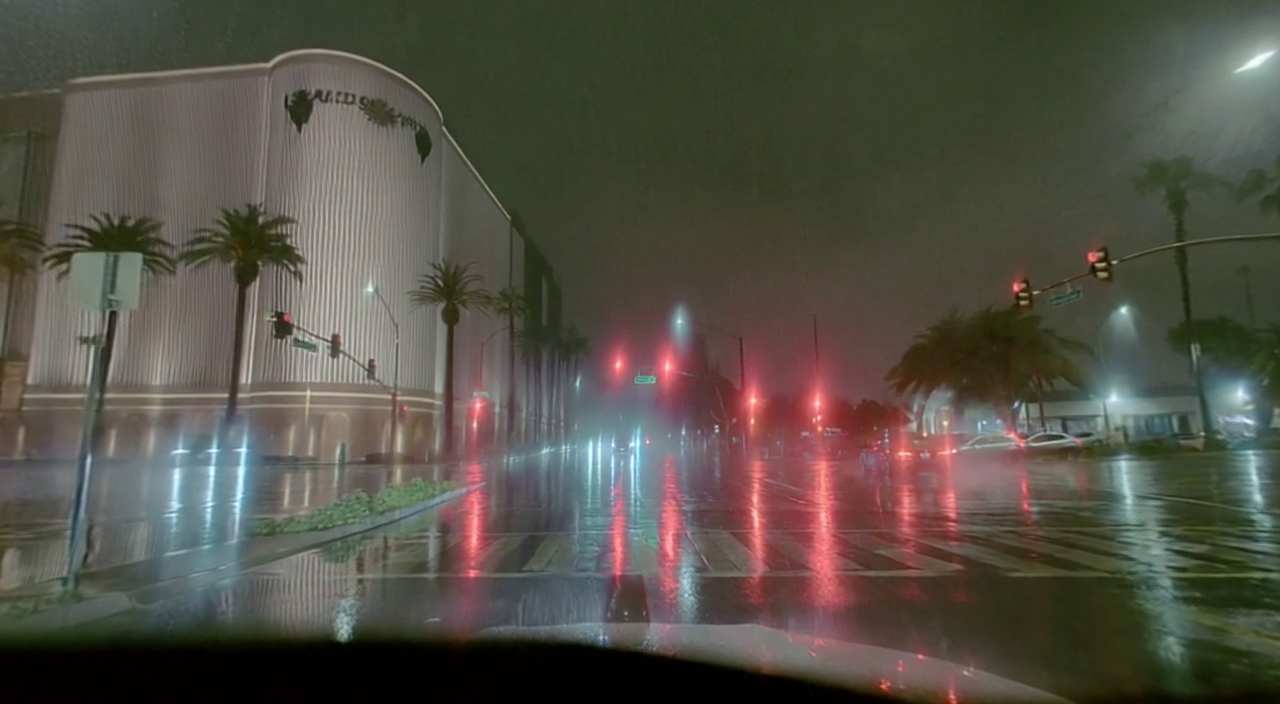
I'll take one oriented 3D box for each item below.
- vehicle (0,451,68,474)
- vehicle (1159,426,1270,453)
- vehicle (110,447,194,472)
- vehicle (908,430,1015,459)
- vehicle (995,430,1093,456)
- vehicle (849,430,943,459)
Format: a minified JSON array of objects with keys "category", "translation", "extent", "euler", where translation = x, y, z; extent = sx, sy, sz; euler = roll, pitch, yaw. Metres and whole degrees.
[{"category":"vehicle","translation":[-41.661,7.497,42.844],"extent":[3.698,1.467,1.779],"euler":[0,-8,1]},{"category":"vehicle","translation":[33.139,5.062,36.440],"extent":[4.567,1.458,1.791],"euler":[0,-8,0]},{"category":"vehicle","translation":[-33.094,7.279,42.827],"extent":[4.136,1.661,1.857],"euler":[0,-8,1]},{"category":"vehicle","translation":[16.912,4.868,33.305],"extent":[4.684,1.461,1.777],"euler":[0,-8,-1]},{"category":"vehicle","translation":[23.502,5.338,36.777],"extent":[4.423,1.465,1.798],"euler":[0,-8,1]},{"category":"vehicle","translation":[14.974,5.428,37.030],"extent":[4.648,1.665,1.910],"euler":[0,-8,0]}]
